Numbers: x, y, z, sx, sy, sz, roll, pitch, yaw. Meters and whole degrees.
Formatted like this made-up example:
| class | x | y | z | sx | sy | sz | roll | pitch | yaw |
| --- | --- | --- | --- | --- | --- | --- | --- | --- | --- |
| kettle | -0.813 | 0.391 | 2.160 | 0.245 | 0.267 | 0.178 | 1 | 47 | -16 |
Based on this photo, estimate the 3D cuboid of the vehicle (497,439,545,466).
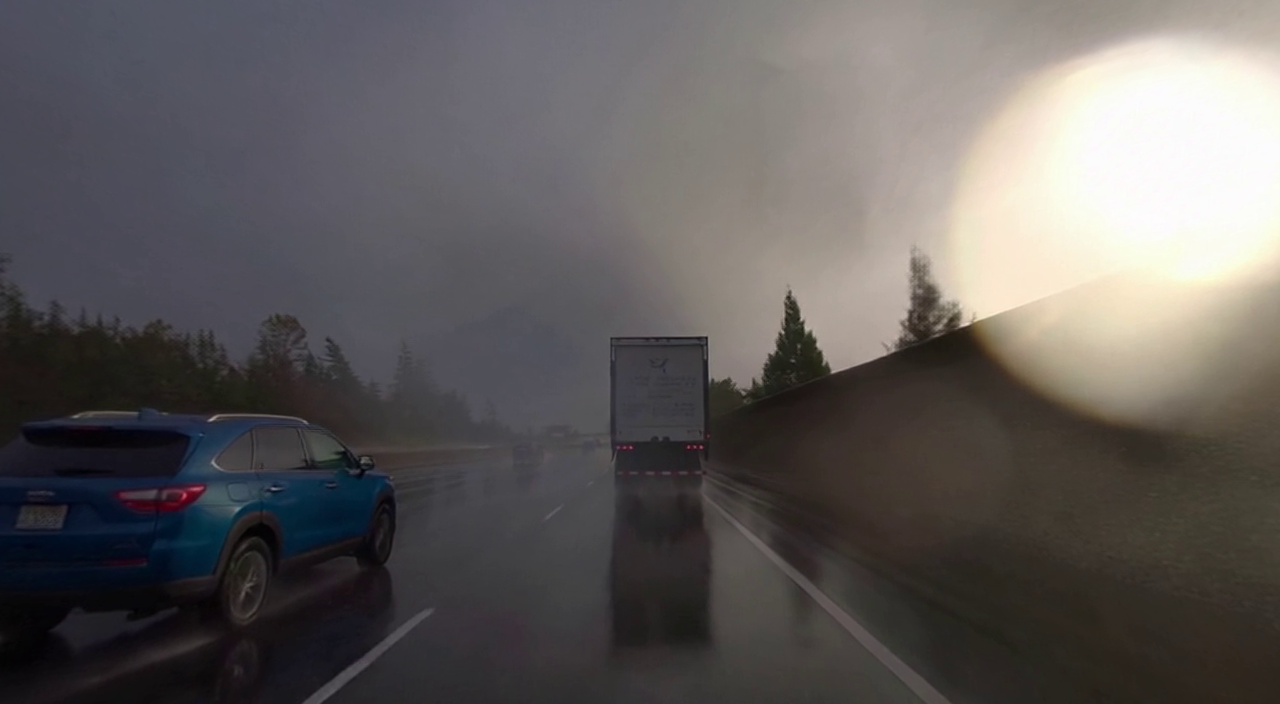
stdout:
| class | x | y | z | sx | sy | sz | roll | pitch | yaw |
| --- | --- | --- | --- | --- | --- | --- | --- | --- | --- |
| vehicle | -6.789 | 5.789 | 36.444 | 1.882 | 1.451 | 4.416 | 0 | -8 | 1 |

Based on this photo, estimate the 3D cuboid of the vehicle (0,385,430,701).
| class | x | y | z | sx | sy | sz | roll | pitch | yaw |
| --- | --- | --- | --- | --- | --- | --- | --- | --- | --- |
| vehicle | -3.679 | 1.330 | 5.569 | 2.077 | 1.671 | 4.249 | 0 | -8 | 1 |

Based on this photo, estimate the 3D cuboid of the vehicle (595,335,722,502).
| class | x | y | z | sx | sy | sz | roll | pitch | yaw |
| --- | --- | --- | --- | --- | --- | --- | --- | --- | --- |
| vehicle | 0.452 | 2.287 | 19.823 | 2.870 | 3.841 | 10.653 | 0 | -8 | 0 |
